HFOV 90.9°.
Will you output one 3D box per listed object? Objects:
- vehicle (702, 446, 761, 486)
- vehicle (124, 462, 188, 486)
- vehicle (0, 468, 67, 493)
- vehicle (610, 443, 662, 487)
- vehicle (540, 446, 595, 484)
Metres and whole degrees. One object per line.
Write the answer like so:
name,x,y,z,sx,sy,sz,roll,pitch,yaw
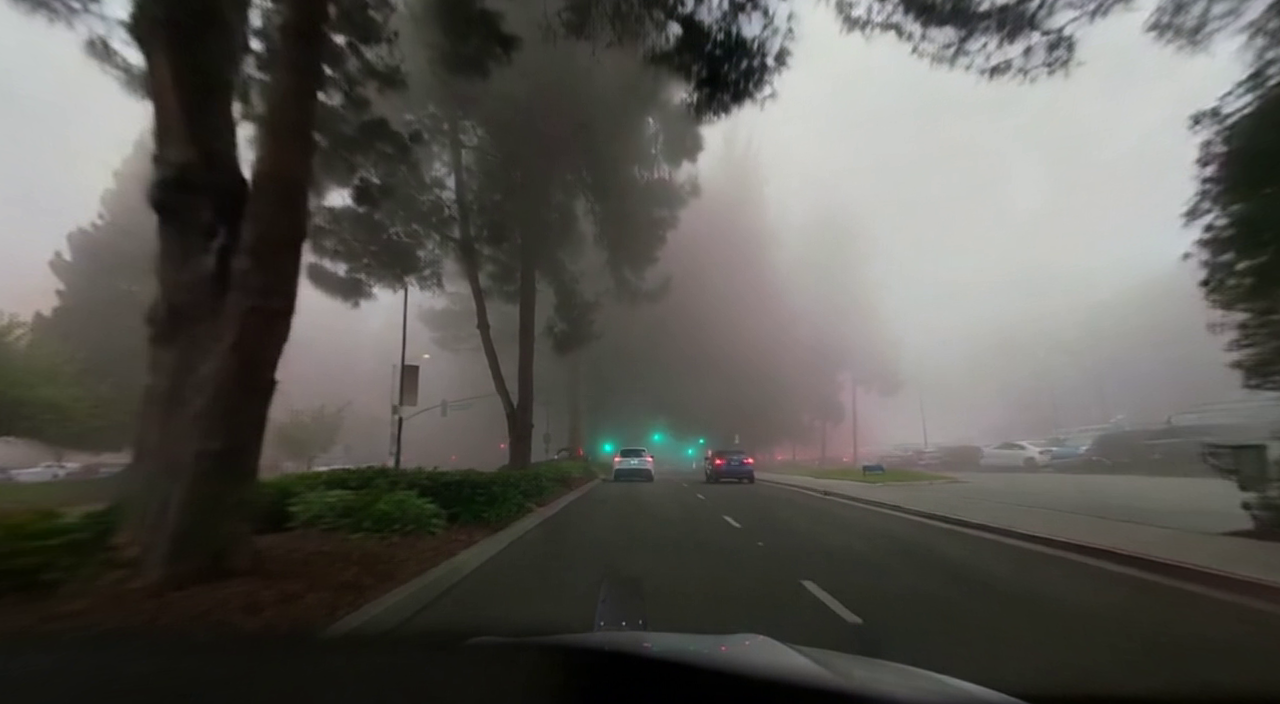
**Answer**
vehicle,3.821,4.840,27.054,1.847,1.554,4.052,0,-8,-1
vehicle,-32.516,8.191,42.517,1.742,1.411,4.415,2,-9,-14
vehicle,-42.094,8.893,43.904,1.811,1.441,4.673,4,-9,-25
vehicle,-0.124,4.767,27.031,2.022,1.700,4.084,0,-8,1
vehicle,-3.450,5.445,30.853,2.047,1.710,4.314,0,-8,2
